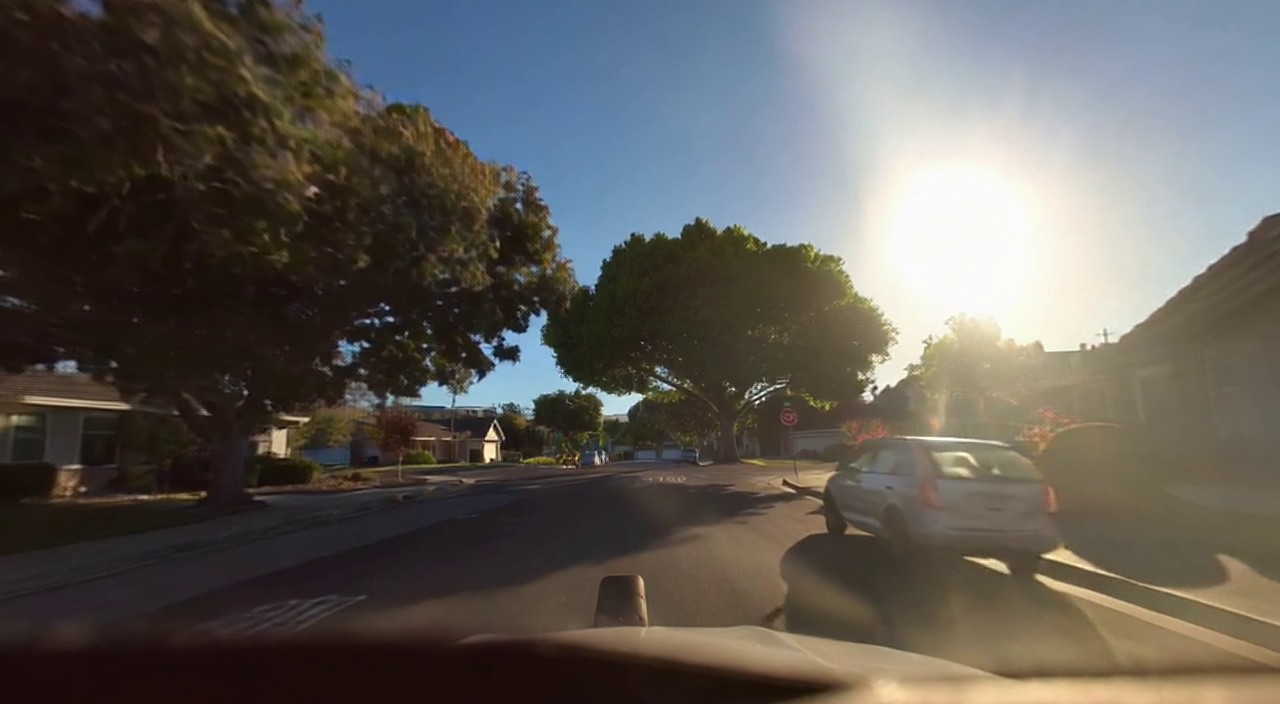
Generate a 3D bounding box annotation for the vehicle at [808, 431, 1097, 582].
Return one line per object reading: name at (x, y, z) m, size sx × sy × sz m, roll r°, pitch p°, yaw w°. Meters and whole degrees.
vehicle at (3.771, 1.906, 8.602) m, size 1.975 × 1.528 × 4.000 m, roll 0°, pitch -9°, yaw 2°
